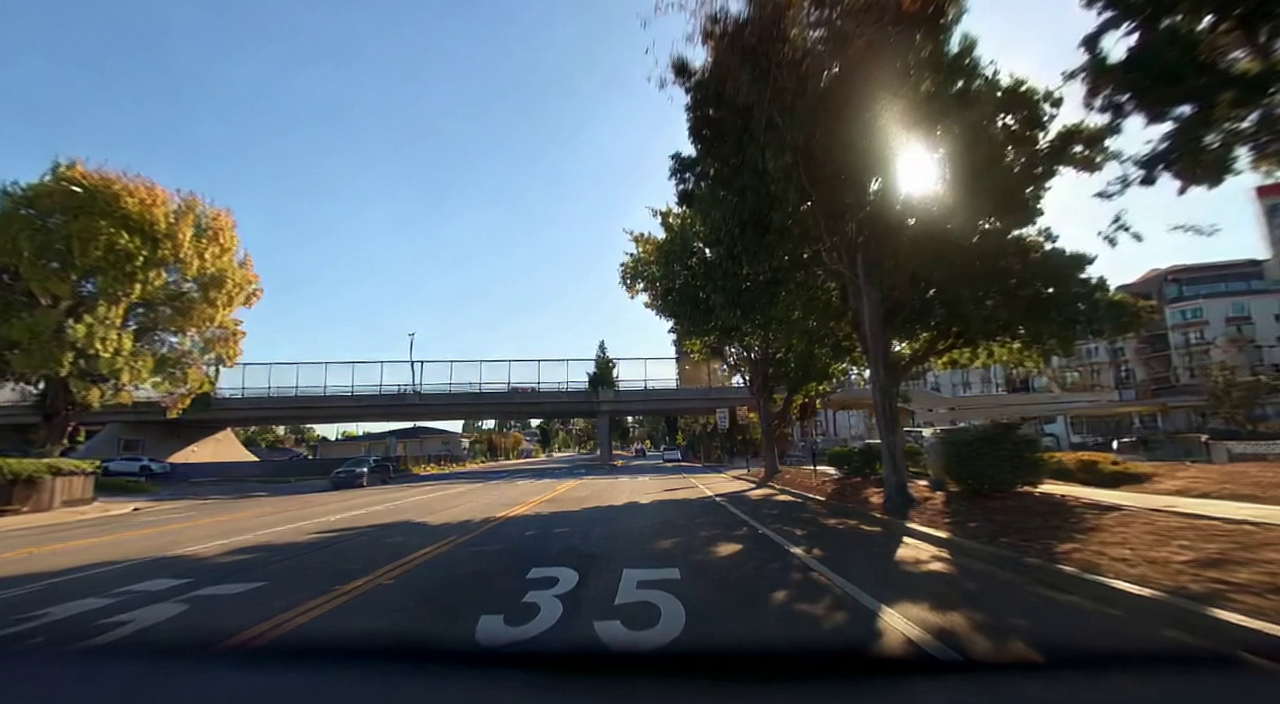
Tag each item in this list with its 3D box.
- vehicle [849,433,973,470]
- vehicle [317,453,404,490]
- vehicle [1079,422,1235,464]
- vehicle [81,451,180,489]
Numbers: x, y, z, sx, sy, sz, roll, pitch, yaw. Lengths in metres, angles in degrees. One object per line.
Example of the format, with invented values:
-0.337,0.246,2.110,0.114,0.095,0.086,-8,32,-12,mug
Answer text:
11.501,4.262,27.191,1.809,1.432,4.629,5,-10,-31,vehicle
-13.121,5.599,30.042,1.972,1.551,4.755,-1,-9,0,vehicle
22.964,4.126,28.301,1.866,1.483,4.910,1,-10,-30,vehicle
-32.205,7.428,40.135,1.990,2.165,4.424,-2,-9,13,vehicle
